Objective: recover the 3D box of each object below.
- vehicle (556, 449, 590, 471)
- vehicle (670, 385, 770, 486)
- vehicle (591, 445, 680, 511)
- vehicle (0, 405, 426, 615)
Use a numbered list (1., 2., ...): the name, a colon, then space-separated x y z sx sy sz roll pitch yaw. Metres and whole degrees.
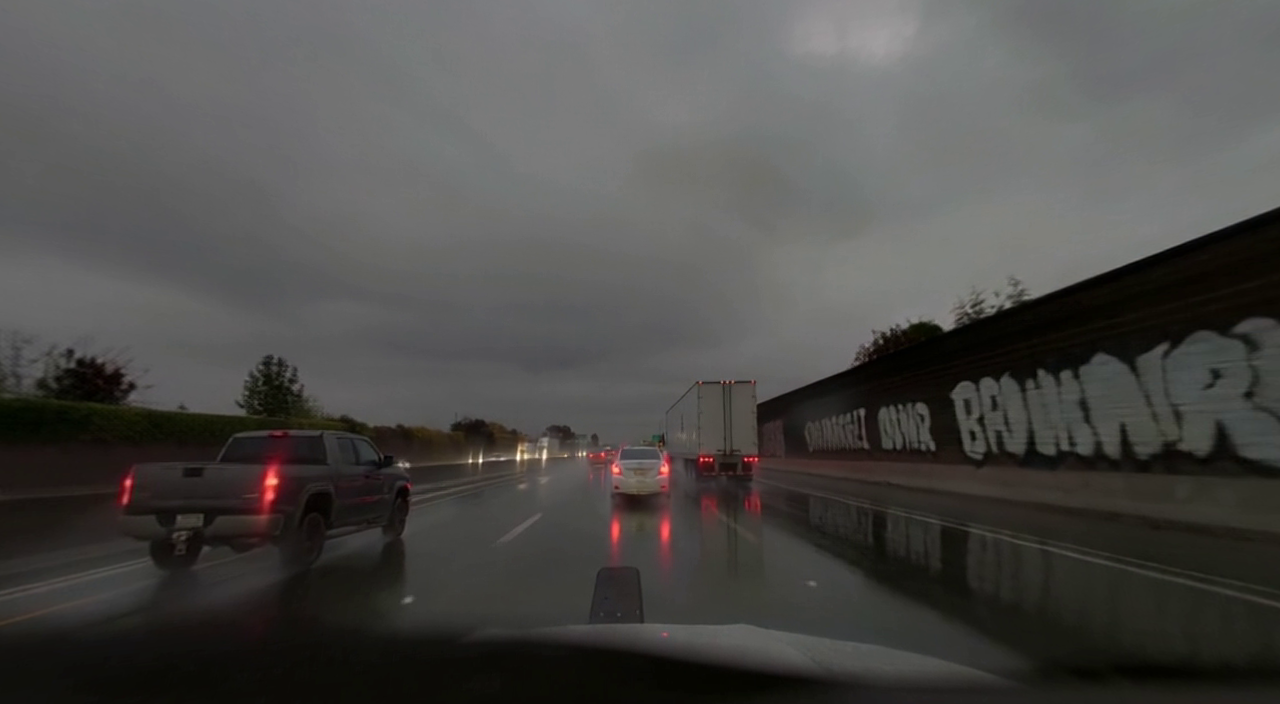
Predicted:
1. vehicle: -4.948 8.044 46.963 2.067 1.481 4.085 0 -9 0
2. vehicle: 3.559 4.425 32.563 2.902 4.014 14.446 0 -9 -1
3. vehicle: -0.146 3.166 16.358 2.033 1.468 4.015 0 -9 -1
4. vehicle: -4.456 1.693 7.754 1.988 1.750 4.711 0 -9 -1
